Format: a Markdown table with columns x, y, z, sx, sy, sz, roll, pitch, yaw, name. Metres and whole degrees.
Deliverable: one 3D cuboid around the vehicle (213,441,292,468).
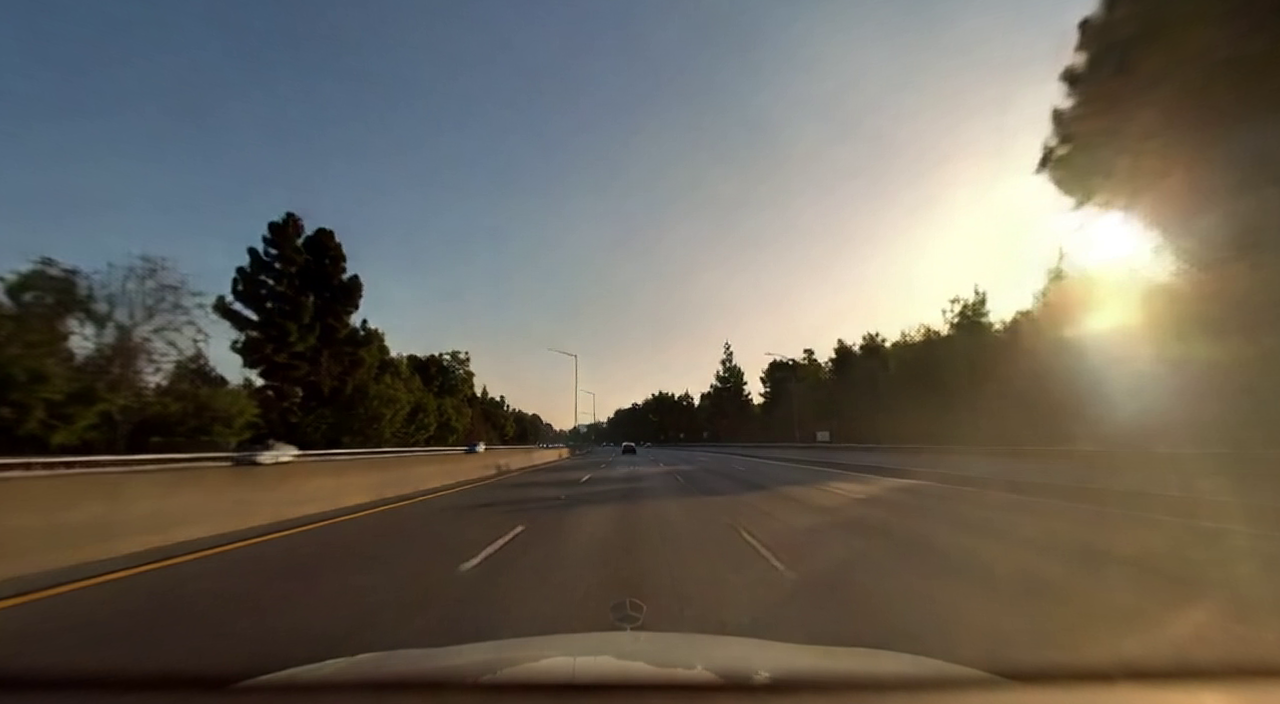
| x | y | z | sx | sy | sz | roll | pitch | yaw | name |
| --- | --- | --- | --- | --- | --- | --- | --- | --- | --- |
| -22.833 | 6.038 | 37.343 | 1.992 | 1.434 | 4.171 | 0 | -8 | 0 | vehicle |
